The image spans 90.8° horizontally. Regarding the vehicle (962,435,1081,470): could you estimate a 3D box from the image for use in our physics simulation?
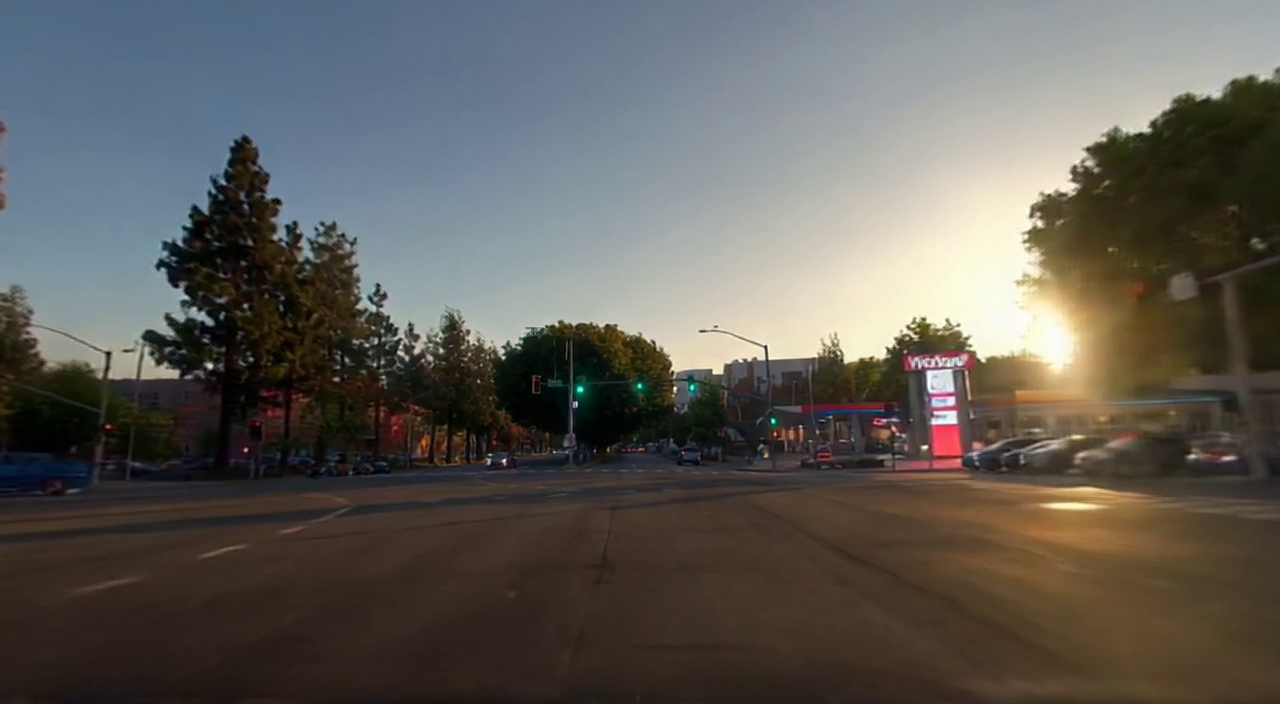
[{"bbox_3d":[20.370,5.365,33.907,4.966,1.778,2.104,0,-8,1],"label":"vehicle"}]

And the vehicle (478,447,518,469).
[{"bbox_3d":[-10.764,8.043,48.147,2.029,1.452,4.598,-3,-9,-1],"label":"vehicle"}]

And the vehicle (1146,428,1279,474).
[{"bbox_3d":[20.468,3.362,21.538,4.615,1.474,2.004,0,-8,1],"label":"vehicle"}]

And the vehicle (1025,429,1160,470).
[{"bbox_3d":[19.820,4.291,27.823,4.364,1.737,1.967,0,-8,1],"label":"vehicle"}]
